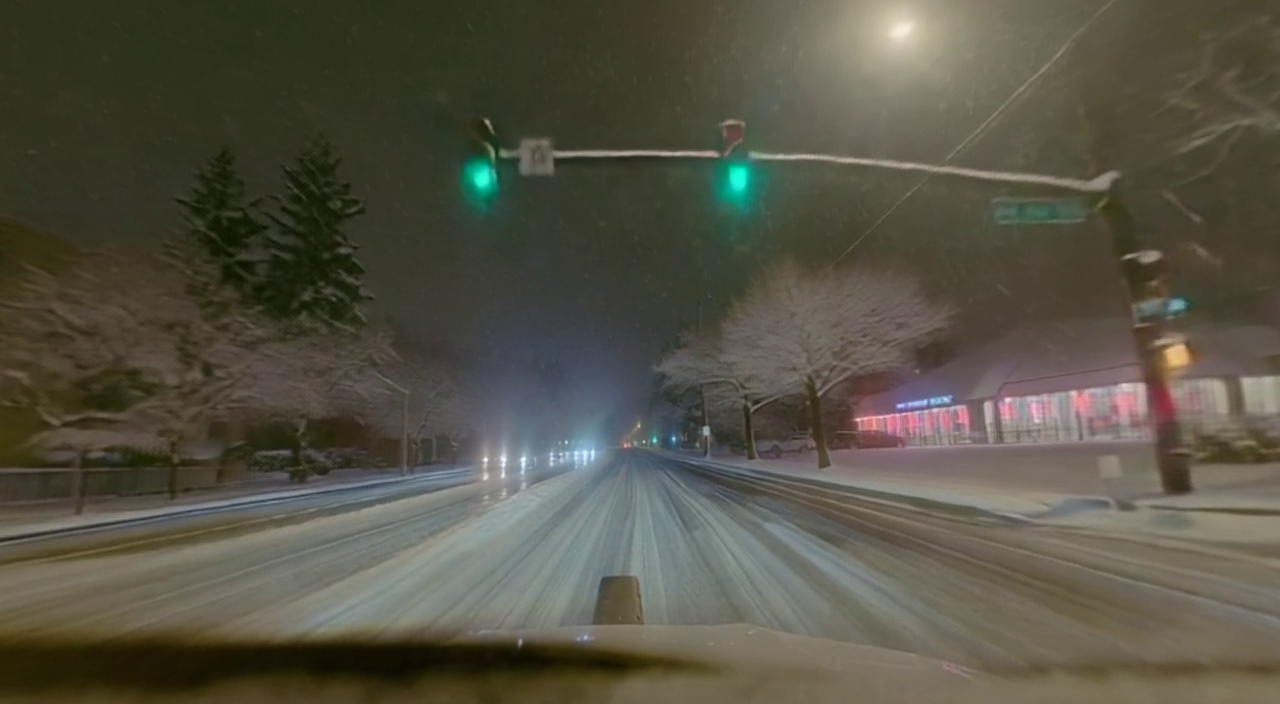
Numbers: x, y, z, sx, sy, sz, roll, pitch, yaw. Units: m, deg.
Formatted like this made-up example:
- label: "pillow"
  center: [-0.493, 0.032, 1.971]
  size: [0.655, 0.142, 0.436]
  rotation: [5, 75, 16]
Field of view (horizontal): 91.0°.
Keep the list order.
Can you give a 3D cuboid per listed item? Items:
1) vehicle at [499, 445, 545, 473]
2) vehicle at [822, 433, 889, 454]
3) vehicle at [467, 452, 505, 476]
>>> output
- label: "vehicle"
  center: [-7.928, 7.201, 42.611]
  size: [2.129, 1.649, 4.647]
  rotation: [-4, -8, 0]
- label: "vehicle"
  center: [16.176, 6.883, 47.458]
  size: [4.241, 1.472, 2.066]
  rotation: [0, -8, -3]
- label: "vehicle"
  center: [-10.937, 7.962, 44.916]
  size: [1.688, 1.419, 3.783]
  rotation: [-4, -8, 0]
